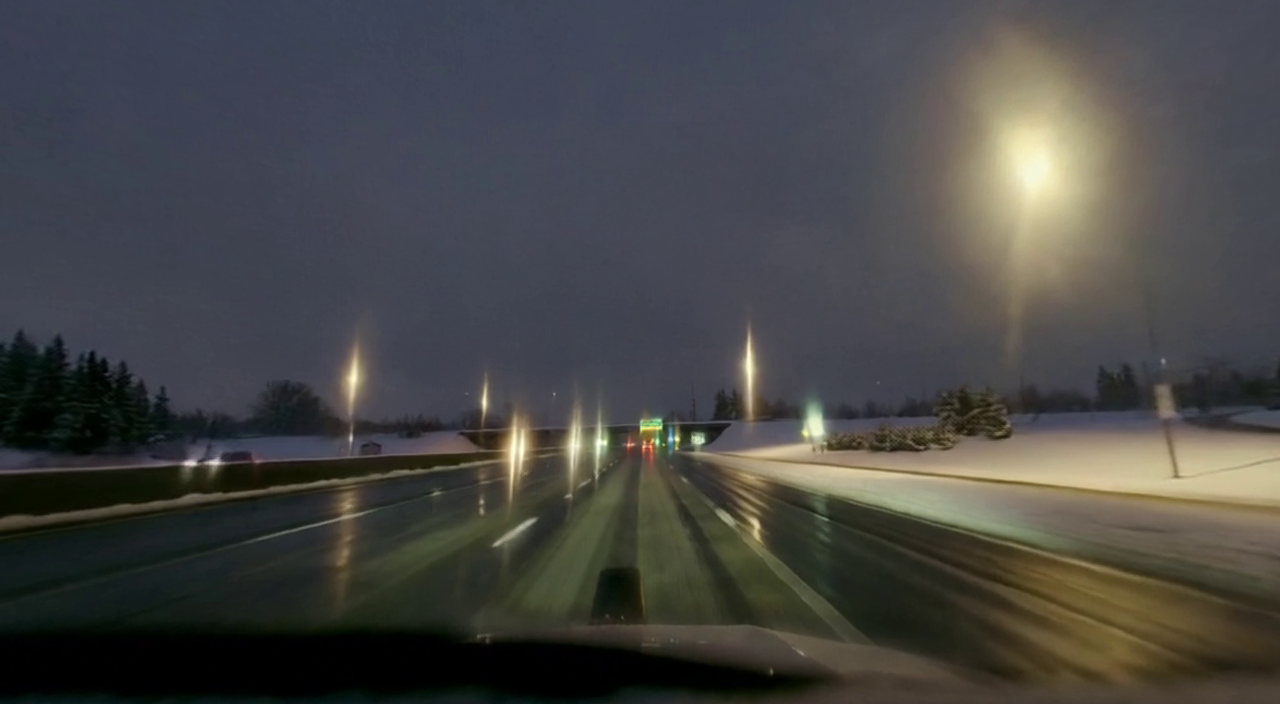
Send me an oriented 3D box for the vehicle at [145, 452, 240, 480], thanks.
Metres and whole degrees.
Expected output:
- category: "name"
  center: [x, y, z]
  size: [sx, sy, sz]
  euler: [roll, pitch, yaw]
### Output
- category: "vehicle"
  center: [-26.971, 6.860, 38.262]
  size: [2.011, 1.531, 4.982]
  euler: [0, -8, 1]
